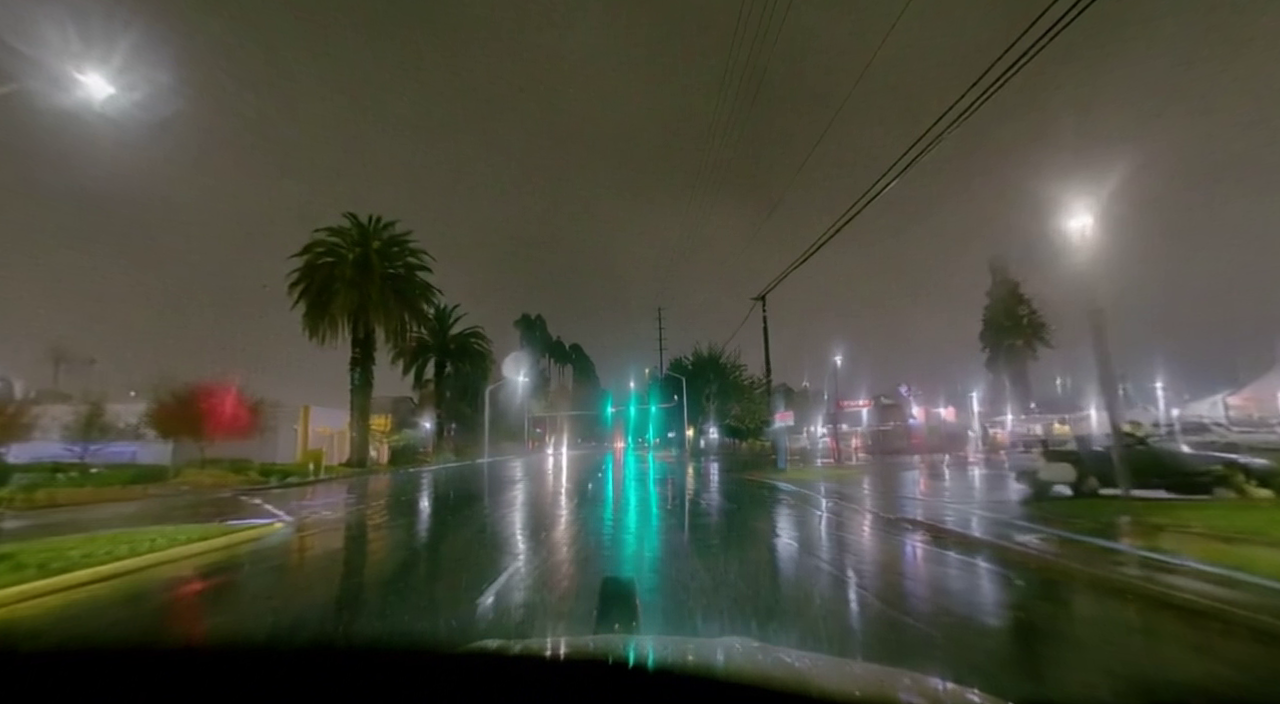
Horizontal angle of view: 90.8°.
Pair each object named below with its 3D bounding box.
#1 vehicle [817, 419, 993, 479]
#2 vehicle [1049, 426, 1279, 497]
[{"bbox_3d":[10.312,3.864,25.061,5.779,2.039,2.450,-2,-9,1],"label":"vehicle"},{"bbox_3d":[12.888,2.576,15.099,4.872,1.455,1.896,-1,-8,-2],"label":"vehicle"}]
